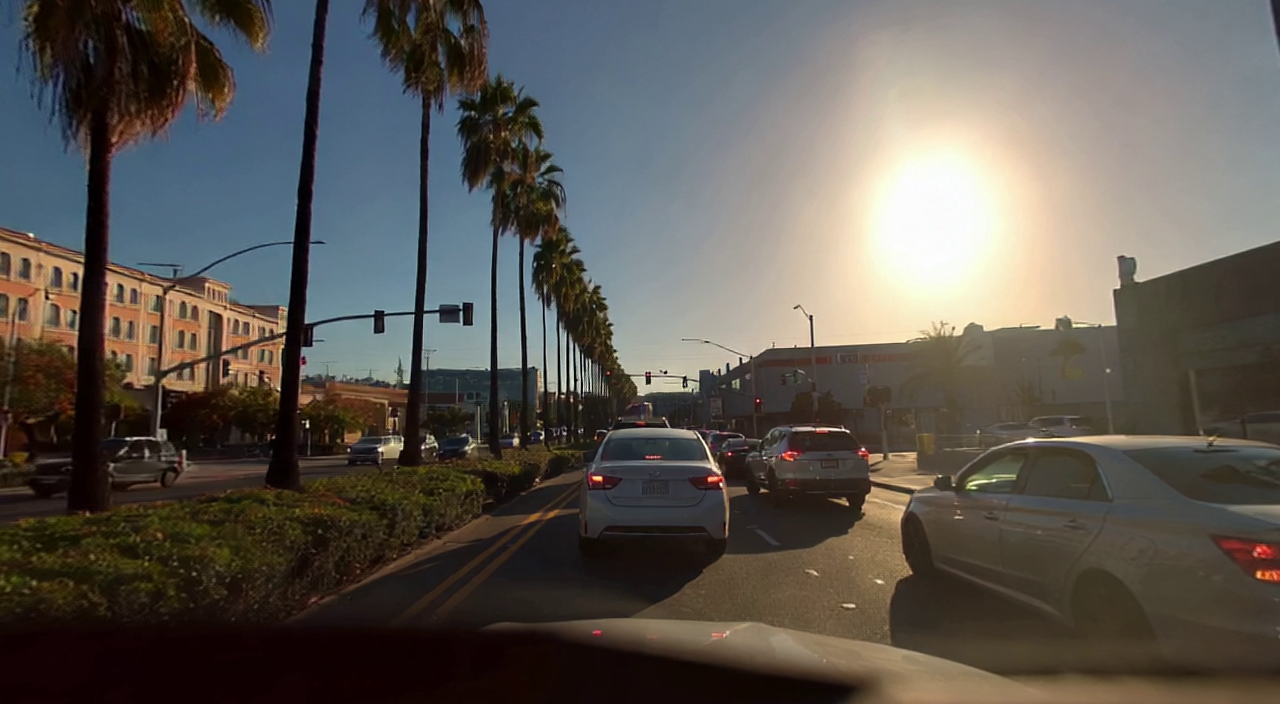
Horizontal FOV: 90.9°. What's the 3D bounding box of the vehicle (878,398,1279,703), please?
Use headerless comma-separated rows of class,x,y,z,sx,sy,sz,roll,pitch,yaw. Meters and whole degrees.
vehicle,3.539,1.222,4.477,1.910,1.490,4.661,0,-8,1

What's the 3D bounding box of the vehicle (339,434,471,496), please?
vehicle,-6.259,3.042,17.363,1.900,1.487,4.165,0,-8,2

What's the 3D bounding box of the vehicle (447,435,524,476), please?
vehicle,-6.042,4.099,25.222,1.822,1.456,4.396,-1,-8,2

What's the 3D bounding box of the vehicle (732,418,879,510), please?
vehicle,3.503,2.465,14.303,2.169,1.751,4.276,0,-8,0

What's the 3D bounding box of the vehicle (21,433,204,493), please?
vehicle,-18.035,3.792,21.977,2.120,1.828,4.955,0,-8,-1

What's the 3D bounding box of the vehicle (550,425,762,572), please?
vehicle,0.172,1.787,8.456,2.140,1.474,4.026,0,-8,0
